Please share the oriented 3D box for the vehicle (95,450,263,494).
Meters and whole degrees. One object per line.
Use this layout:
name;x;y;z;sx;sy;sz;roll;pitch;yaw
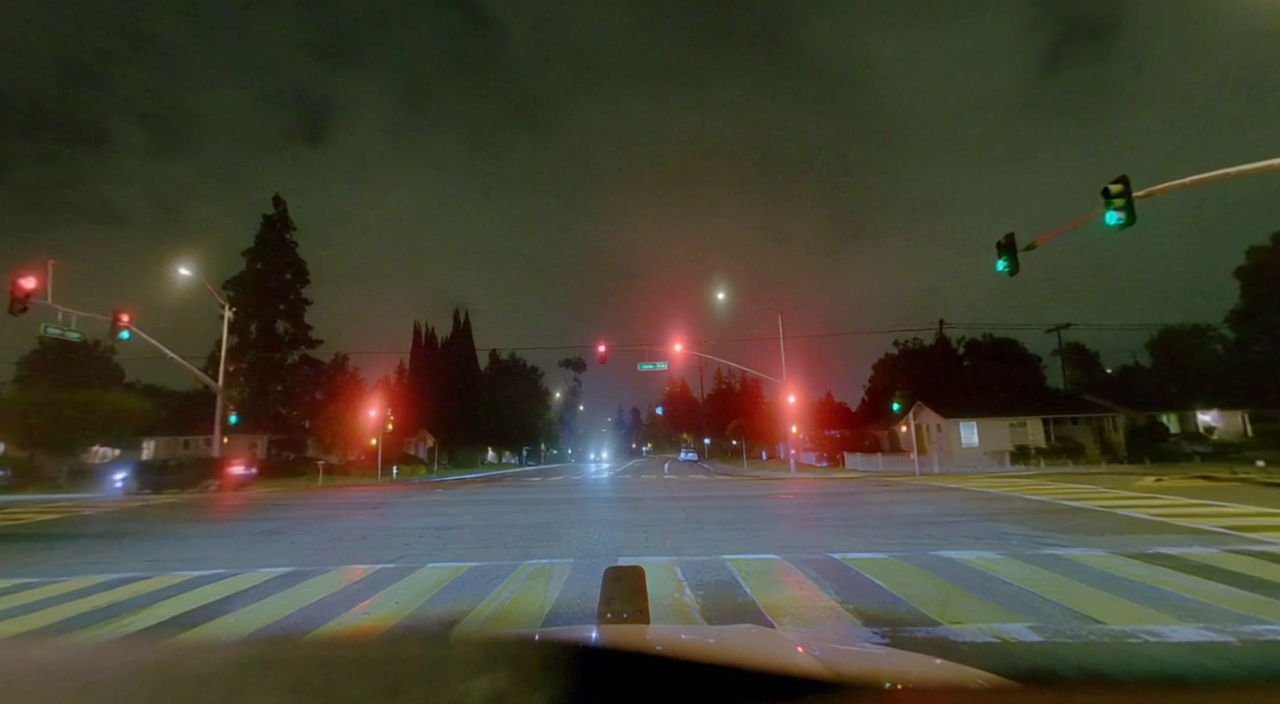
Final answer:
vehicle;-16.481;4.282;22.700;4.562;1.460;1.822;0;-8;0
